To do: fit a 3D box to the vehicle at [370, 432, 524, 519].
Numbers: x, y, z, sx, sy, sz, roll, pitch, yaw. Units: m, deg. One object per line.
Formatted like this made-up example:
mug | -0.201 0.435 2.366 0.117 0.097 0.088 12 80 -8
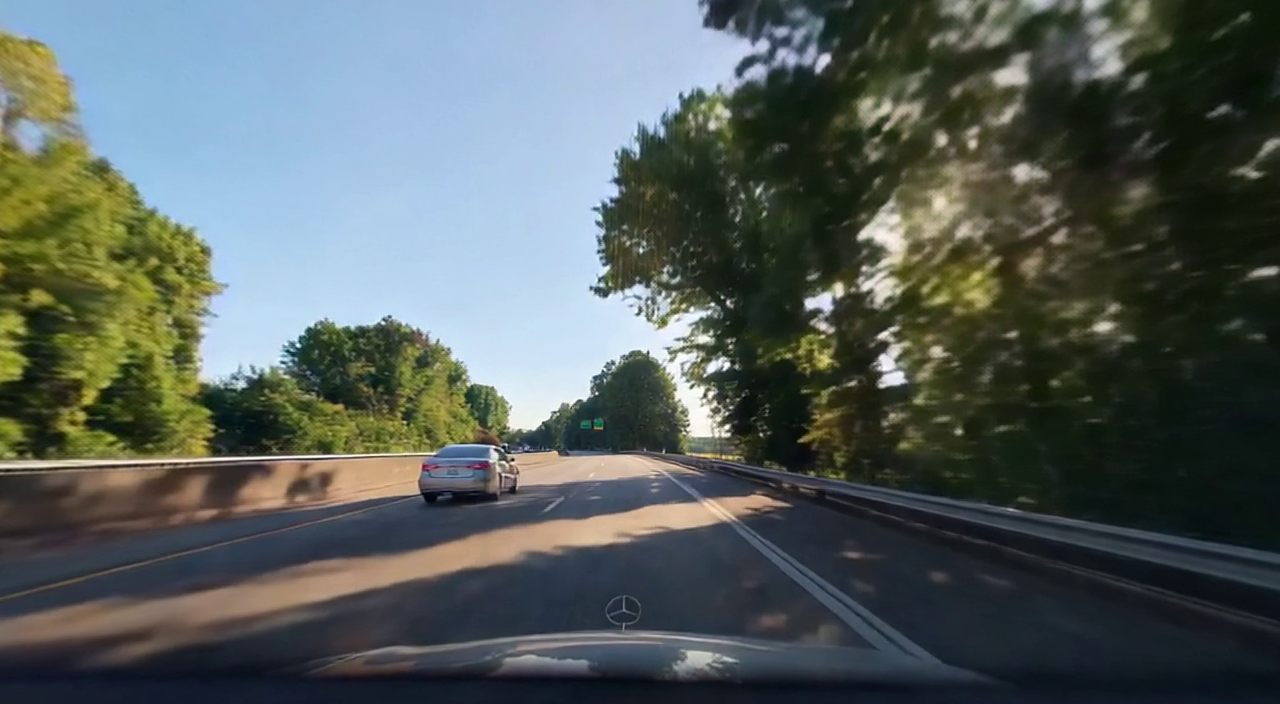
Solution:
vehicle | -3.808 2.506 13.242 1.990 1.532 3.911 0 -9 0
